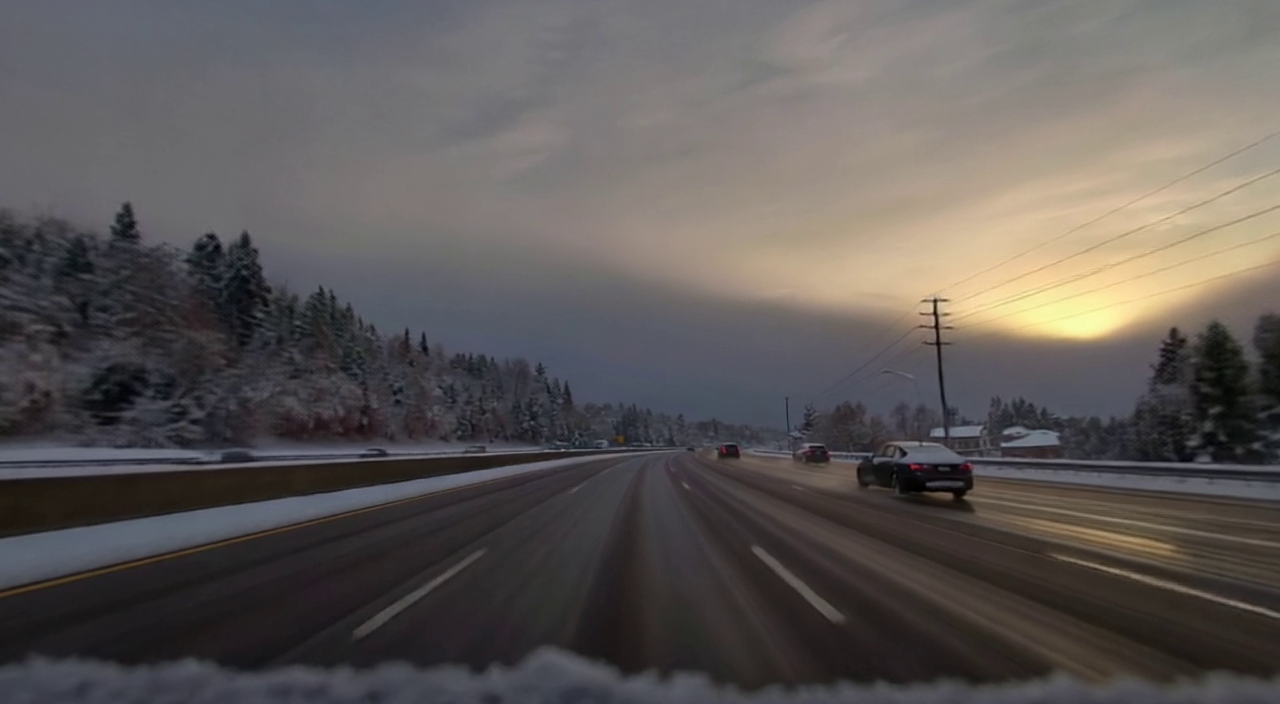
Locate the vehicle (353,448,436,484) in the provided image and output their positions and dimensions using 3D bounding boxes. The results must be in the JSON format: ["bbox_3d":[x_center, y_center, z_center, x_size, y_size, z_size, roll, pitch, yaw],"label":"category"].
[{"bbox_3d":[-10.865,5.062,28.350,1.908,1.433,4.394,0,-9,1],"label":"vehicle"}]

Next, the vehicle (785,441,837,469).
[{"bbox_3d":[11.158,6.726,41.449,2.151,1.734,4.519,0,-9,0],"label":"vehicle"}]

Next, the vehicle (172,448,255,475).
[{"bbox_3d":[-25.573,6.551,38.087,1.770,1.452,4.443,0,-9,1],"label":"vehicle"}]

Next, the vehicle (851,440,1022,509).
[{"bbox_3d":[7.231,3.015,16.093,2.047,1.479,4.593,0,-9,-1],"label":"vehicle"}]
